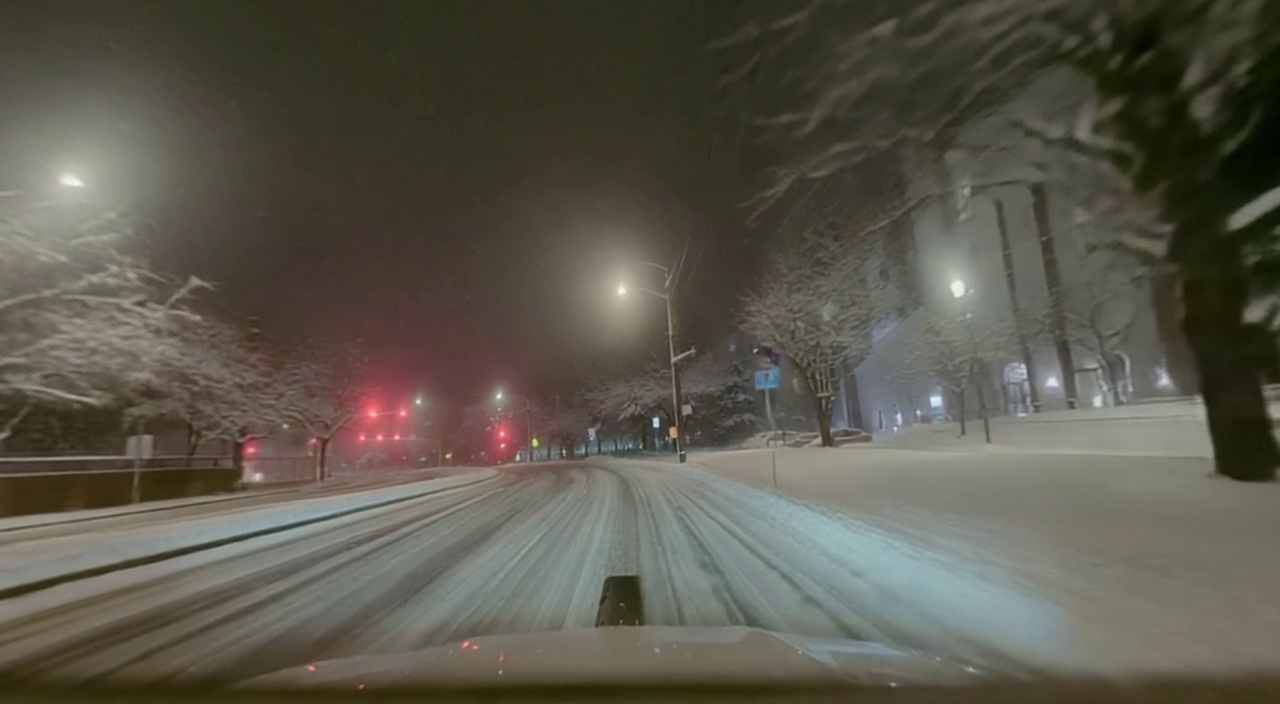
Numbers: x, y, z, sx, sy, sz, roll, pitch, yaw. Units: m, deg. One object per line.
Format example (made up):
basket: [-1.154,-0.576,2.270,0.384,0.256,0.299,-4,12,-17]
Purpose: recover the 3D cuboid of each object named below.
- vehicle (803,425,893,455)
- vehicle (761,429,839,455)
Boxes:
vehicle: [11.697,5.000,35.698,4.332,1.581,2.028,2,-9,-11]
vehicle: [10.350,5.858,40.986,4.400,1.584,1.964,2,-9,-12]
